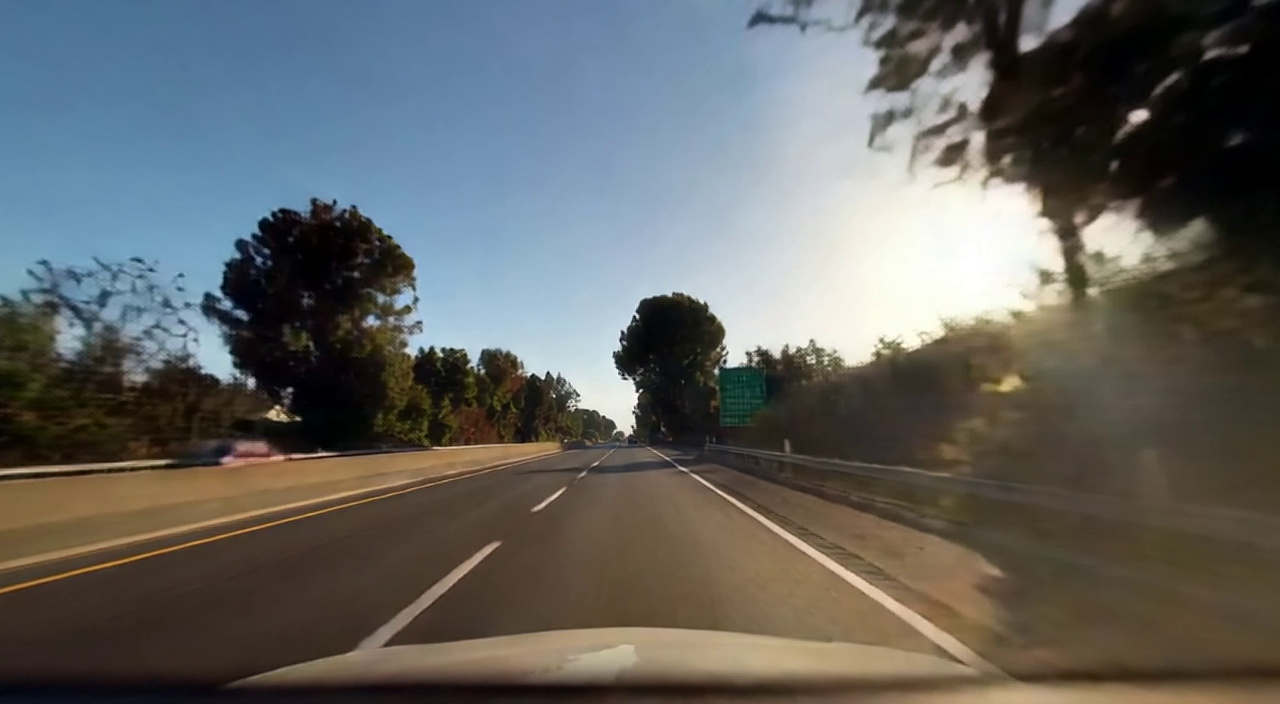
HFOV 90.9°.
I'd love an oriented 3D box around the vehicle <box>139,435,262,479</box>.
[{"bbox_3d":[-16.549,3.931,24.007,1.736,1.495,4.113,0,-8,-1],"label":"vehicle"}]
